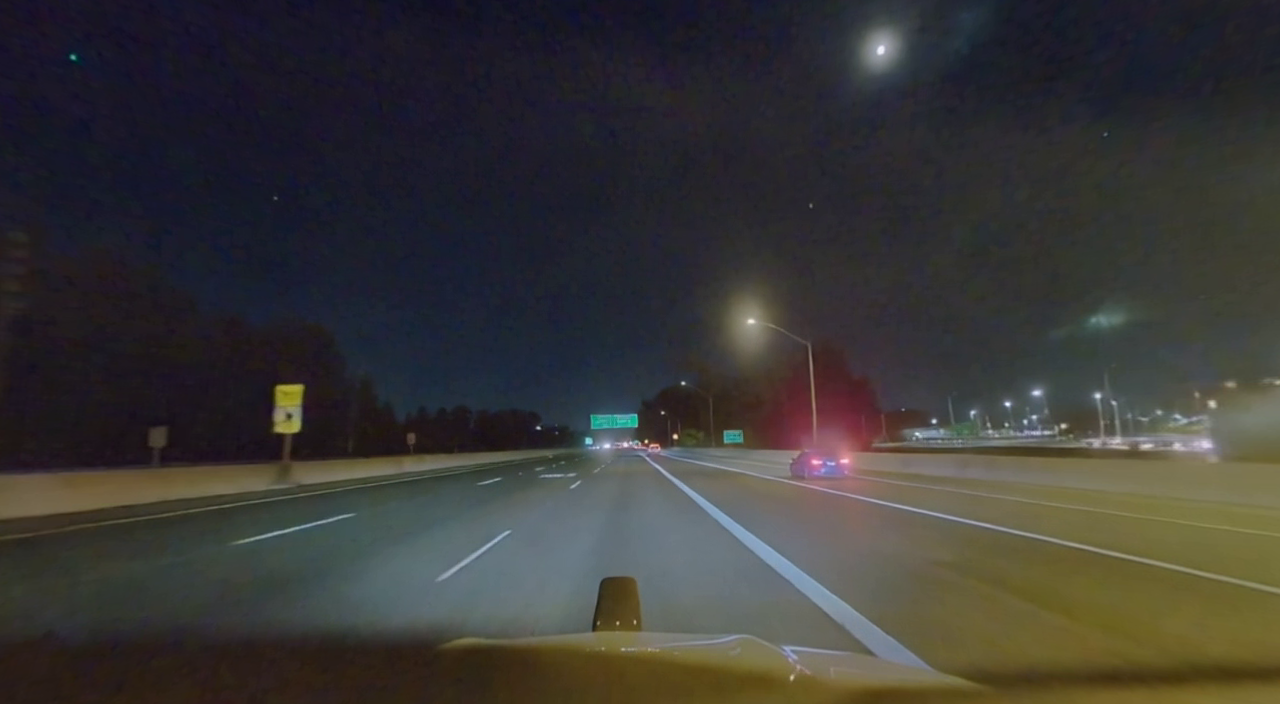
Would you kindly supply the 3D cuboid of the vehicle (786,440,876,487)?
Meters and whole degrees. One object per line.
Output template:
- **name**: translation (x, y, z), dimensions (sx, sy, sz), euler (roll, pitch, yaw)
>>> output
- **vehicle**: translation (6.874, 4.019, 23.250), dimensions (1.958, 1.498, 4.447), euler (0, -8, 0)
